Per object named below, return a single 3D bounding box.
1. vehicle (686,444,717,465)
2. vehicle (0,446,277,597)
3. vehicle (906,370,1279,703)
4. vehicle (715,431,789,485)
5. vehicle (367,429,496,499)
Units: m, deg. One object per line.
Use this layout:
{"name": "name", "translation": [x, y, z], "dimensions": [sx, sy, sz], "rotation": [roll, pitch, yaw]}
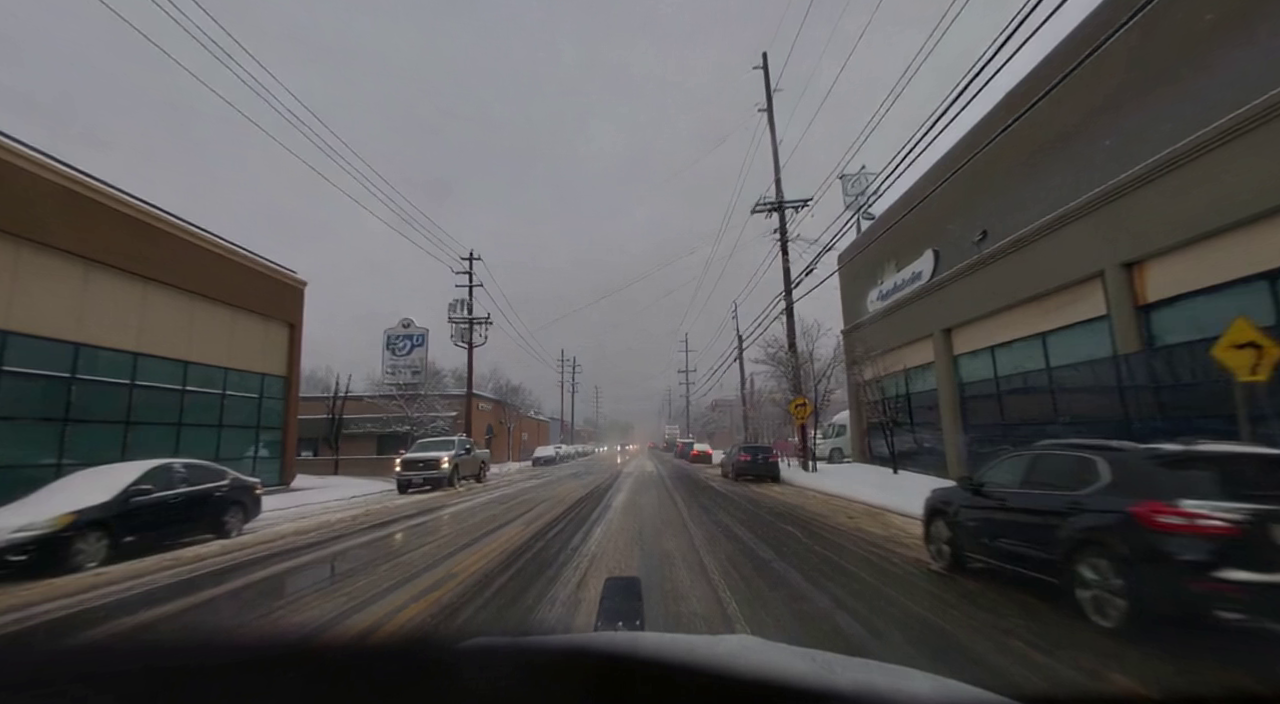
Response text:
{"name": "vehicle", "translation": [4.552, 7.687, 47.454], "dimensions": [1.919, 1.453, 4.425], "rotation": [0, -8, 0]}
{"name": "vehicle", "translation": [-7.493, 2.167, 8.996], "dimensions": [1.905, 1.488, 4.674], "rotation": [-3, -8, 0]}
{"name": "vehicle", "translation": [4.119, 1.272, 5.396], "dimensions": [1.944, 1.801, 3.874], "rotation": [0, -8, -1]}
{"name": "vehicle", "translation": [4.298, 4.140, 25.035], "dimensions": [2.087, 1.892, 4.579], "rotation": [0, -8, 0]}
{"name": "vehicle", "translation": [-7.578, 4.104, 24.004], "dimensions": [2.692, 2.152, 6.686], "rotation": [-2, -8, 0]}
